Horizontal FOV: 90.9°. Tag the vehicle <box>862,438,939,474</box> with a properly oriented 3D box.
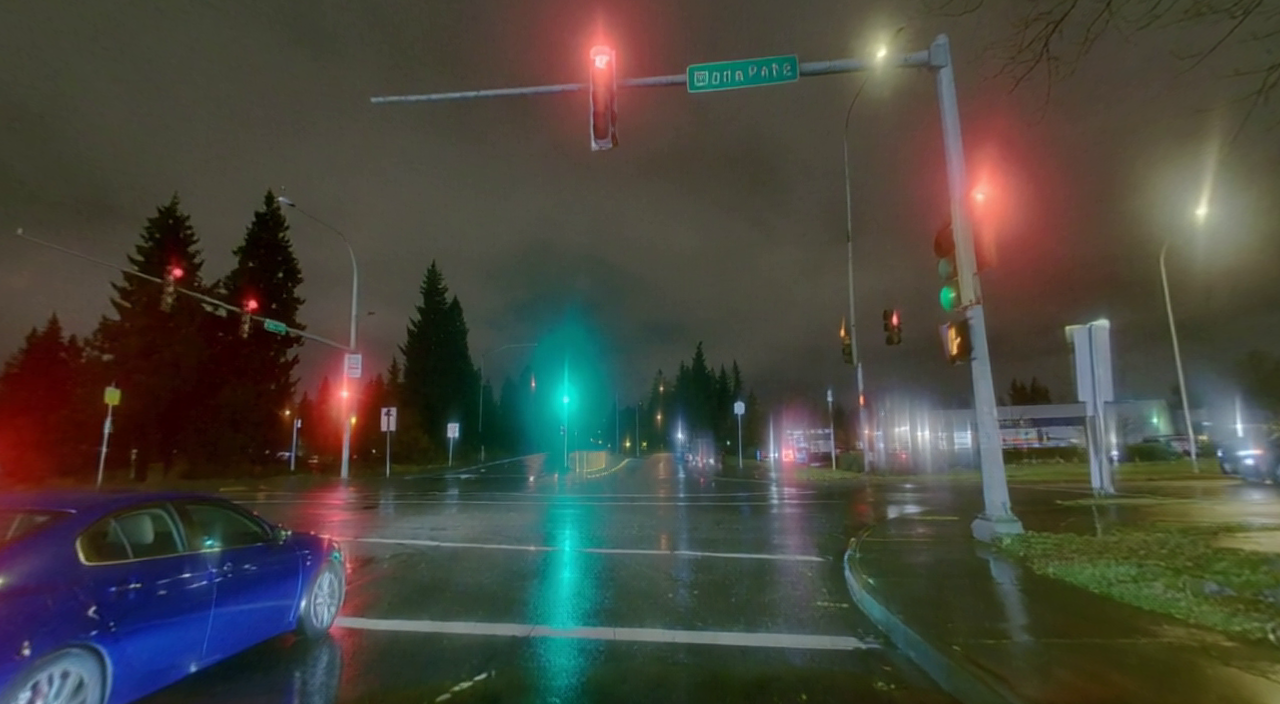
[{"bbox_3d":[12.389,5.039,30.269,1.922,1.529,3.964,0,-12,-1],"label":"vehicle"}]

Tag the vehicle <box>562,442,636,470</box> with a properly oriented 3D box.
[{"bbox_3d":[-2.447,6.152,37.557,3.991,1.526,1.868,-4,-9,30],"label":"vehicle"}]

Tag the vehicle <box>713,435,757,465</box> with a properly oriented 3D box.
[{"bbox_3d":[6.933,7.136,46.165,1.491,2.041,2.964,6,-9,-35],"label":"vehicle"}]

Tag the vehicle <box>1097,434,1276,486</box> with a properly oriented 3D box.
[{"bbox_3d":[16.794,3.321,19.524,3.876,1.512,1.784,0,-8,-1],"label":"vehicle"}]
